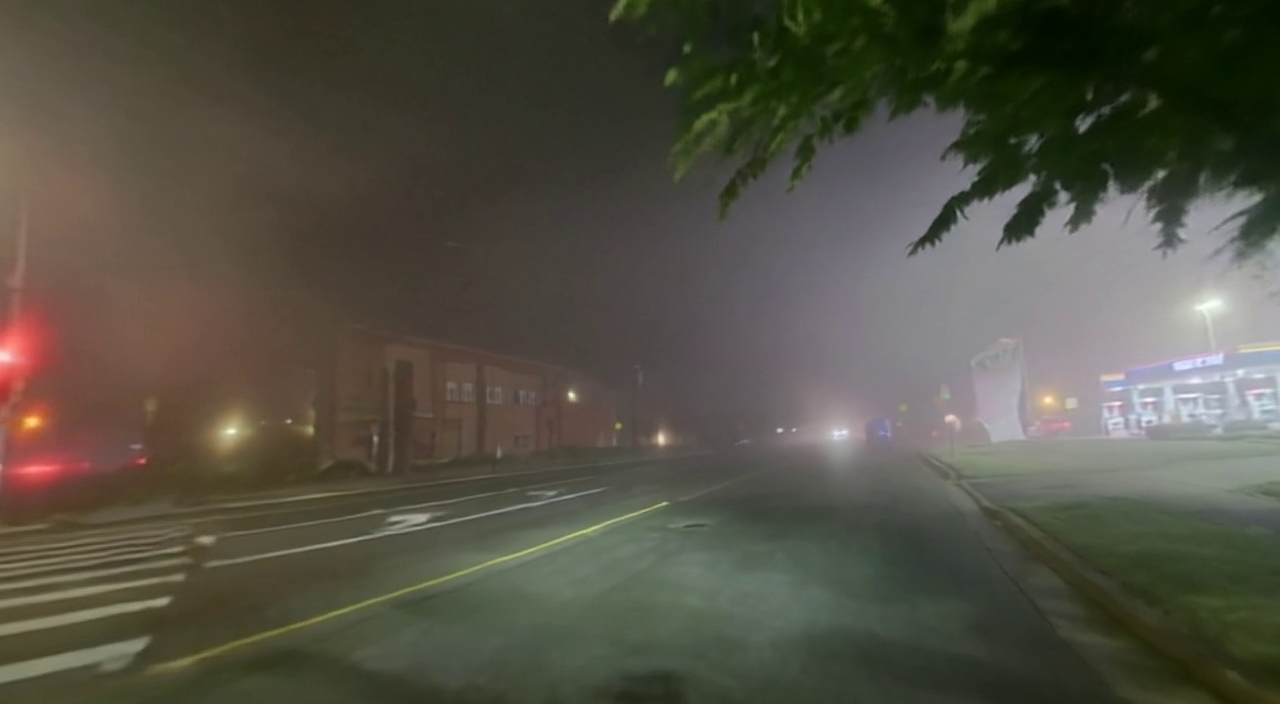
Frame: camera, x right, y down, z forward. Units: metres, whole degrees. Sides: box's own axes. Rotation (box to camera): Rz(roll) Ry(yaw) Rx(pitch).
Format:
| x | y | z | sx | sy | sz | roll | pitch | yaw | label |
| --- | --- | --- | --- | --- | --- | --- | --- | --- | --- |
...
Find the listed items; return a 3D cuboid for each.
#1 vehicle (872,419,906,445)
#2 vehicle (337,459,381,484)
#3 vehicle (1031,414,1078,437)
| x | y | z | sx | sy | sz | roll | pitch | yaw | label |
| --- | --- | --- | --- | --- | --- | --- | --- | --- | --- |
| 19.144 | 6.194 | 48.495 | 2.194 | 1.896 | 5.049 | -4 | -9 | 22 | vehicle |
| -18.882 | 7.950 | 42.357 | 1.837 | 1.460 | 4.672 | 4 | -9 | -34 | vehicle |
| 28.764 | 5.167 | 43.954 | 1.919 | 1.411 | 4.440 | -4 | -9 | 23 | vehicle |
